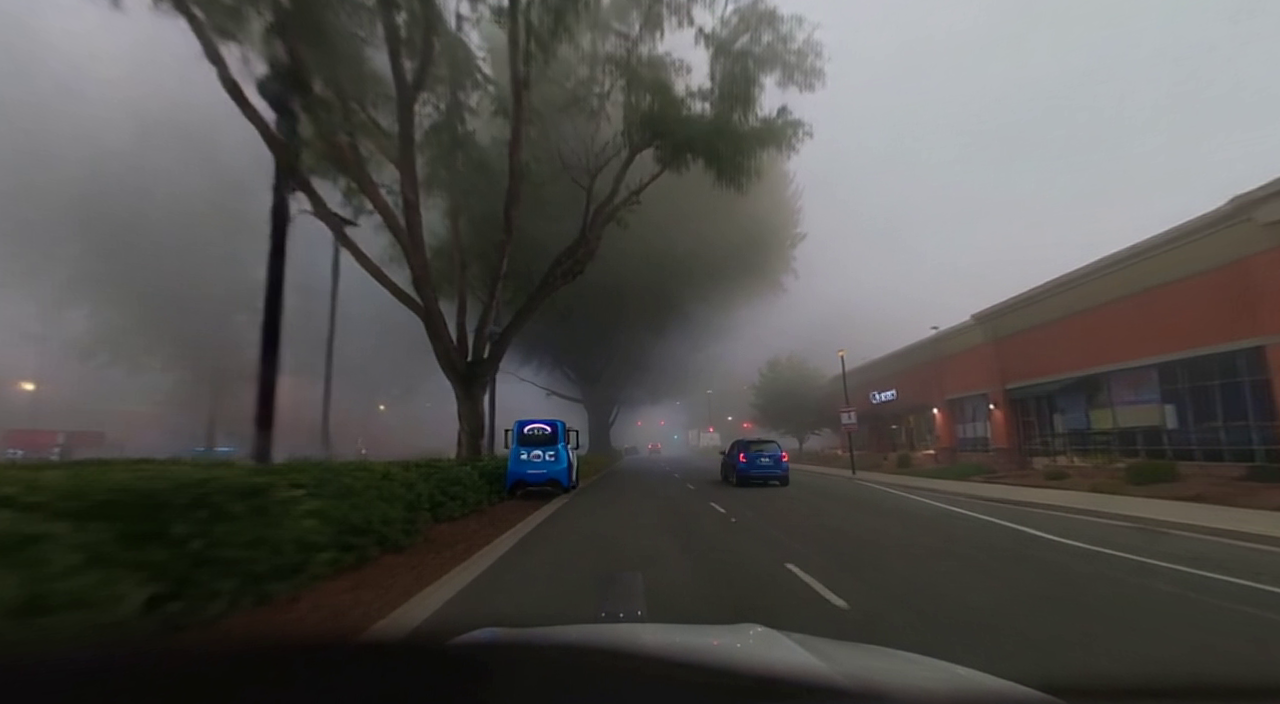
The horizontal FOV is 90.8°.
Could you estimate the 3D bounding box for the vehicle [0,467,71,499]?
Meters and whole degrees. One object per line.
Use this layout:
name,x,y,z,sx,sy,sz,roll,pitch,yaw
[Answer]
vehicle,-31.542,6.559,31.705,3.955,1.432,1.868,4,-9,-28

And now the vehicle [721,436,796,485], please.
vehicle,4.304,4.005,23.645,1.869,1.646,4.166,0,-9,-1

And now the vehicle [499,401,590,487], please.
vehicle,-3.355,3.437,23.648,2.443,2.784,5.862,0,-9,1
